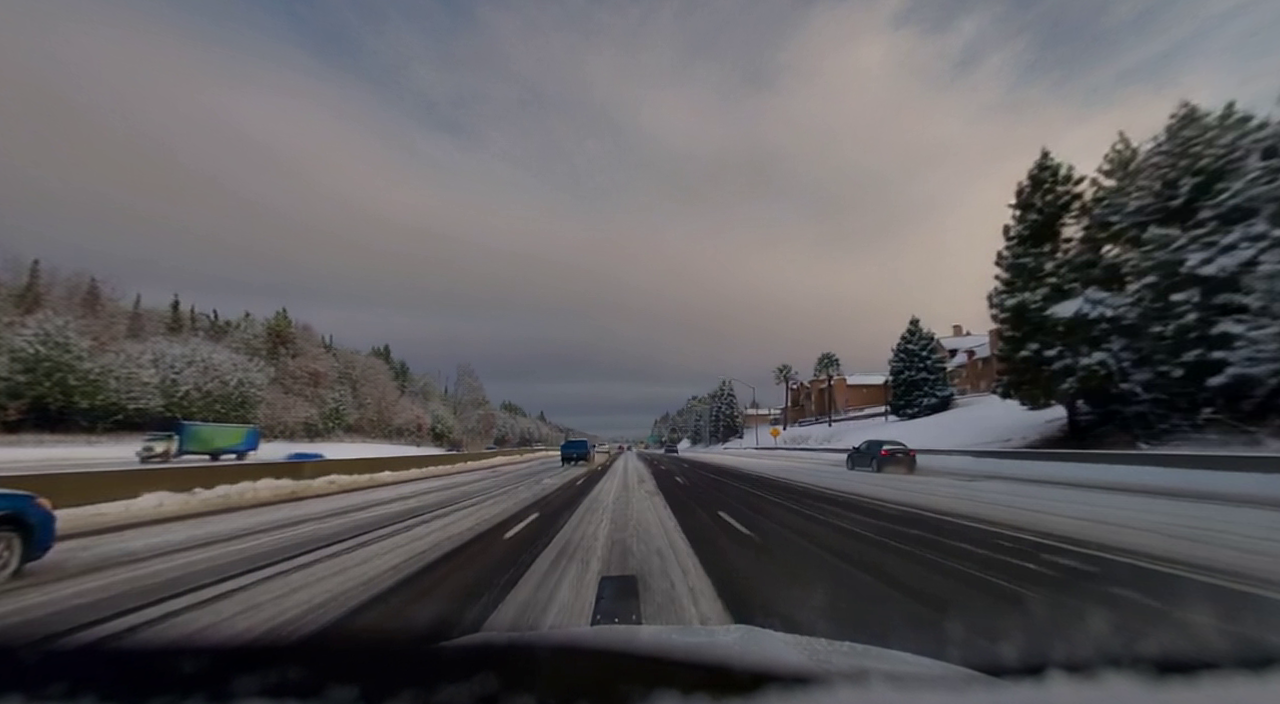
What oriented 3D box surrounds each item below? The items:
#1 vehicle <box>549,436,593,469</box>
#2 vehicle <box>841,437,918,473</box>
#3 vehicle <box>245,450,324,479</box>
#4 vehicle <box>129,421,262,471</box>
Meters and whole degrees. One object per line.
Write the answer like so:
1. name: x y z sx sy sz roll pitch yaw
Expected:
1. vehicle: -4.235 6.328 39.805 2.225 1.967 4.673 0 -9 0
2. vehicle: 12.957 5.619 34.490 2.168 1.792 4.457 0 -9 -4
3. vehicle: -18.669 5.883 33.396 1.796 1.416 4.085 0 -9 0
4. vehicle: -33.062 7.137 47.727 3.181 3.372 9.724 0 -9 -2
